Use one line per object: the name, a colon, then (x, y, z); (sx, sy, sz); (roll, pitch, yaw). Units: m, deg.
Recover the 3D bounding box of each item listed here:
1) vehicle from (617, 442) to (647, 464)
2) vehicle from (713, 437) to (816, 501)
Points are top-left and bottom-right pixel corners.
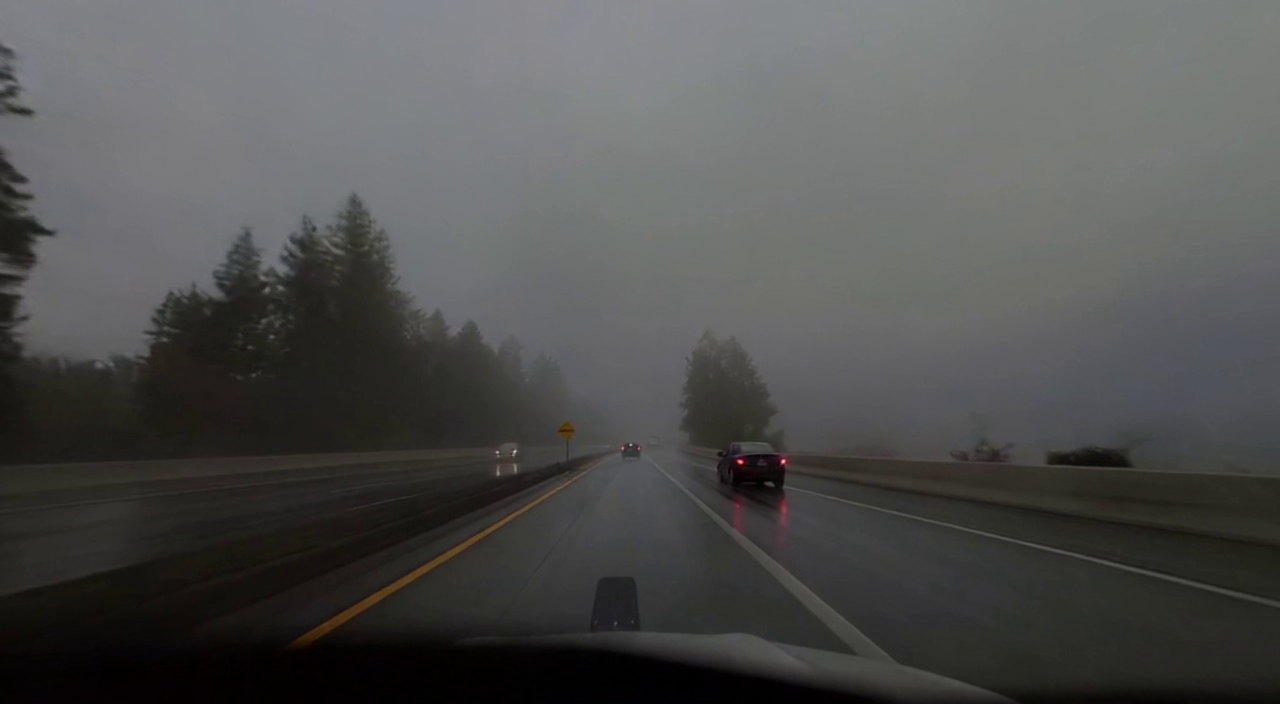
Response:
vehicle: (-0.610, 7.697, 48.258); (2.178, 1.559, 4.254); (-1, -8, -1)
vehicle: (3.321, 3.187, 17.602); (2.146, 1.546, 3.796); (-1, -8, 1)
